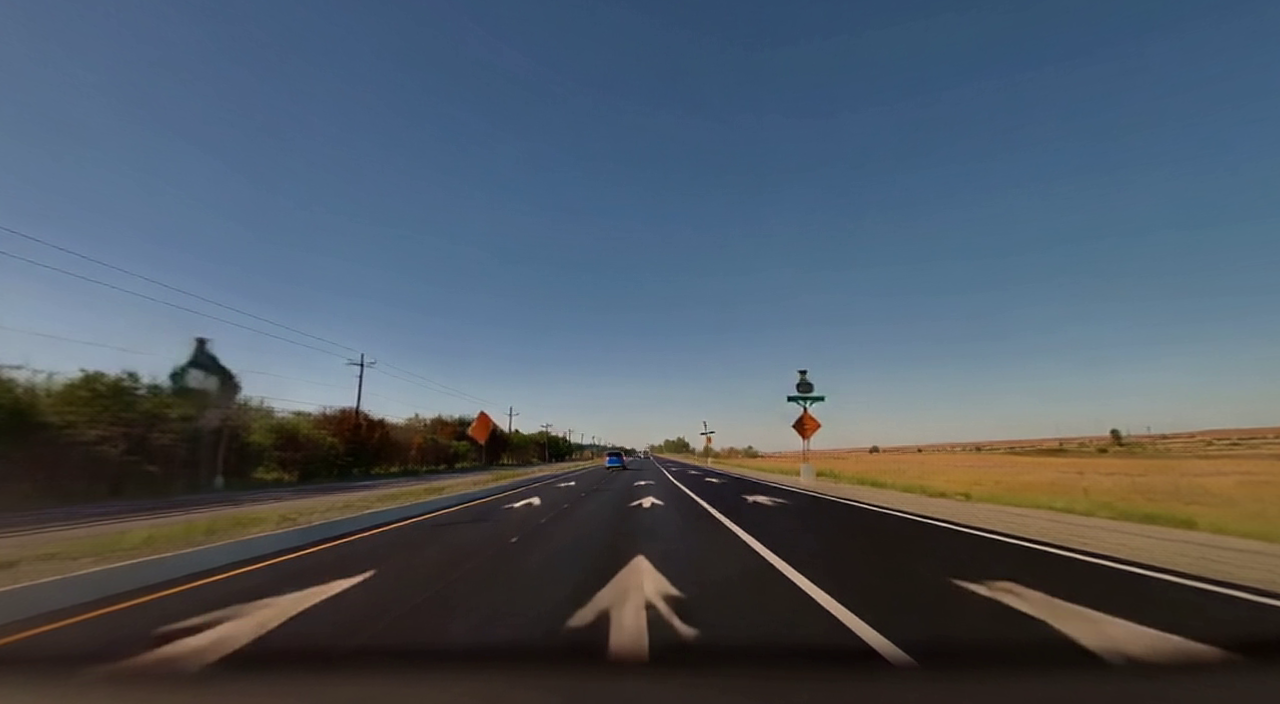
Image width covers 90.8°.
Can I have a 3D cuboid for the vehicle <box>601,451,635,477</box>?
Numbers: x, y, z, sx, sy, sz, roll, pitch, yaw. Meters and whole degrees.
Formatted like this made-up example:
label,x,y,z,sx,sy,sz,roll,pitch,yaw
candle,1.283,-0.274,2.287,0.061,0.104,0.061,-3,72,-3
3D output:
label,x,y,z,sx,sy,sz,roll,pitch,yaw
vehicle,-1.473,7.629,43.282,2.053,1.647,4.252,0,-9,2
